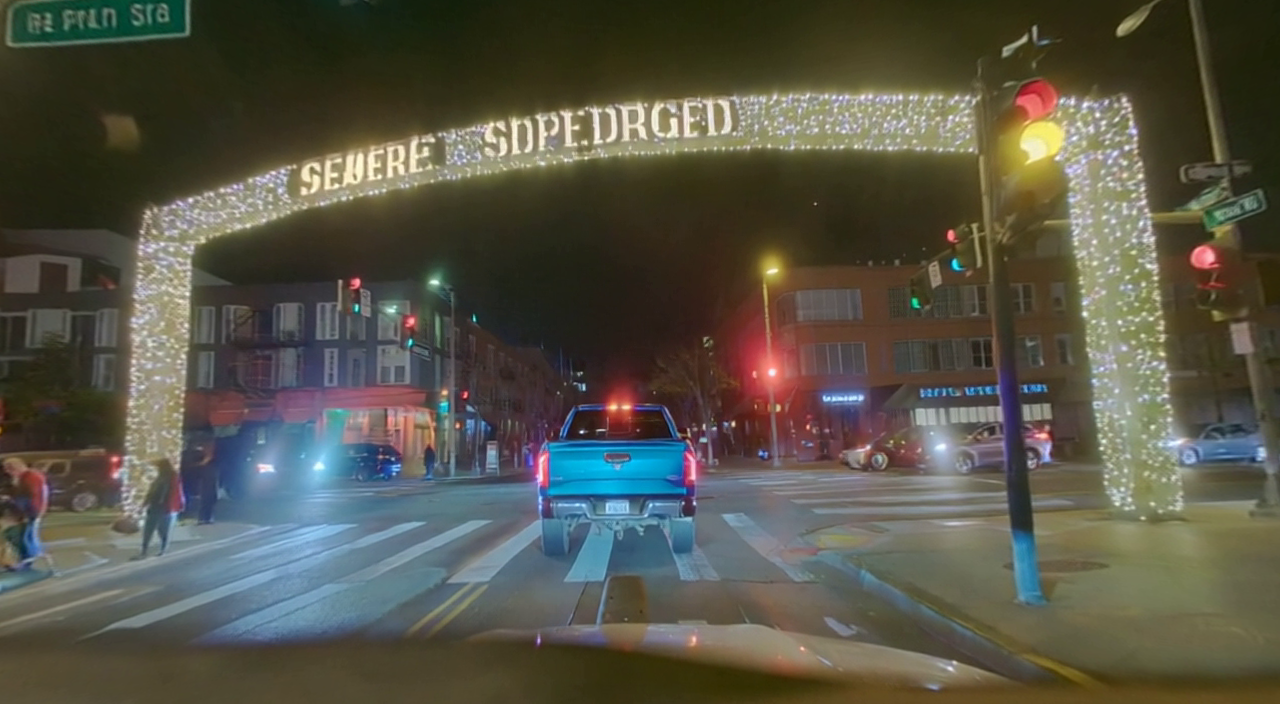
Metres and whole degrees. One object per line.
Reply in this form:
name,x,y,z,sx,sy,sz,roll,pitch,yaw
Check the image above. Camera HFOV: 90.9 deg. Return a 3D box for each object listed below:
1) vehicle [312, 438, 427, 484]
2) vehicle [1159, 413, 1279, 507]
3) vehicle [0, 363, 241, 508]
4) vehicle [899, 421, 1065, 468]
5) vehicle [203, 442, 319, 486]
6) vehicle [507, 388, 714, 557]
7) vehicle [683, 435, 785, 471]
vehicle,-13.205,5.312,30.967,4.799,1.909,2.011,-3,-7,2
vehicle,13.049,1.995,12.085,4.082,1.613,2.211,-3,-12,0
vehicle,-22.088,2.907,22.061,13.729,4.662,3.300,0,-8,0
vehicle,11.634,3.176,21.668,4.600,1.506,1.878,0,-8,-2
vehicle,-18.599,5.500,31.091,4.398,2.057,1.959,0,-8,-2
vehicle,-0.511,1.856,10.441,2.477,2.020,5.534,0,-8,-4
vehicle,4.299,4.691,29.420,4.515,1.583,1.920,-1,-8,3
